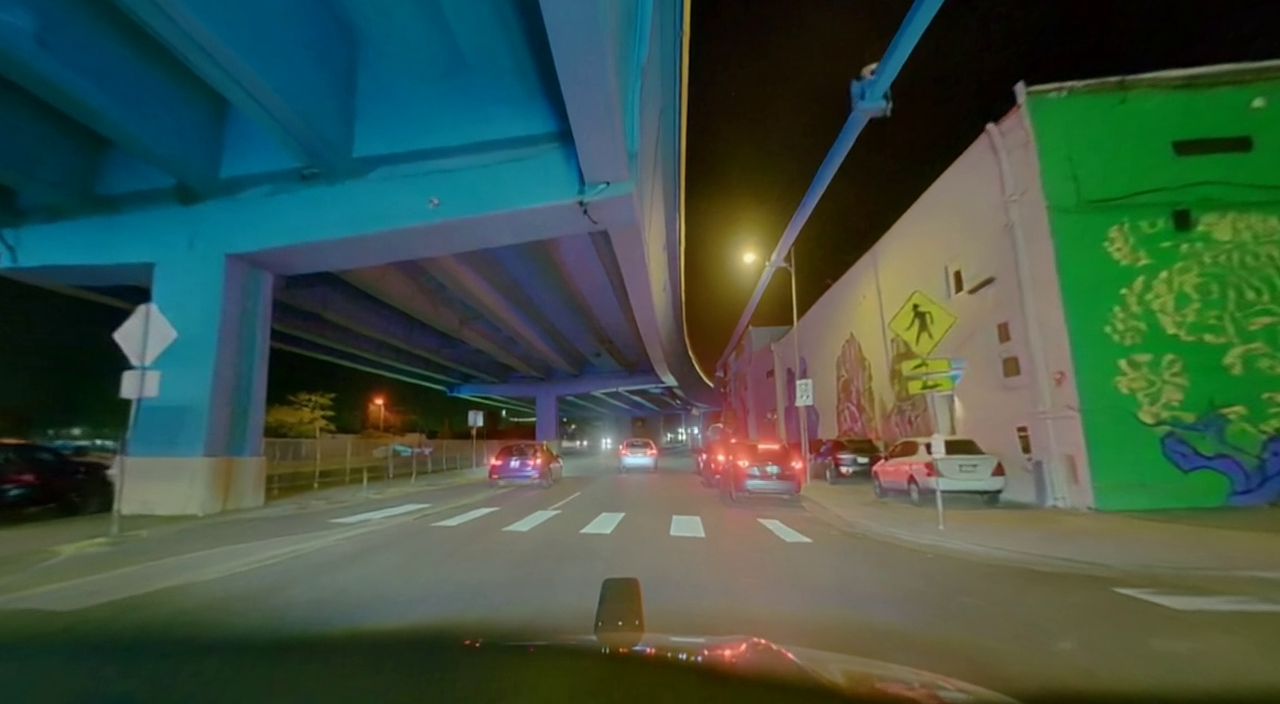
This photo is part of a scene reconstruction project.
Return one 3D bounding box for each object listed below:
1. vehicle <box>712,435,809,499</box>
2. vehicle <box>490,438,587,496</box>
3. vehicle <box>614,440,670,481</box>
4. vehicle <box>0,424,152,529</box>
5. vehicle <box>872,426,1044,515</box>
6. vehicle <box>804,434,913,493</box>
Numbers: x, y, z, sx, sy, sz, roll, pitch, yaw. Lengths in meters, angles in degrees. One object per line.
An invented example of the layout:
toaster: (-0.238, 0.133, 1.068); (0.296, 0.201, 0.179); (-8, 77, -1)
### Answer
vehicle: (3.279, 3.186, 18.041); (1.983, 1.589, 4.010); (0, -8, 0)
vehicle: (-2.935, 3.441, 19.359); (2.024, 1.533, 4.549); (0, -8, 2)
vehicle: (0.099, 4.486, 26.476); (2.155, 1.571, 3.734); (0, -8, 1)
vehicle: (-11.920, 2.247, 11.481); (2.056, 1.768, 4.986); (0, -9, 0)
vehicle: (7.648, 2.838, 15.827); (2.275, 1.834, 4.294); (1, -7, 3)
vehicle: (7.790, 4.010, 23.181); (2.175, 1.909, 4.953); (0, -8, 0)
